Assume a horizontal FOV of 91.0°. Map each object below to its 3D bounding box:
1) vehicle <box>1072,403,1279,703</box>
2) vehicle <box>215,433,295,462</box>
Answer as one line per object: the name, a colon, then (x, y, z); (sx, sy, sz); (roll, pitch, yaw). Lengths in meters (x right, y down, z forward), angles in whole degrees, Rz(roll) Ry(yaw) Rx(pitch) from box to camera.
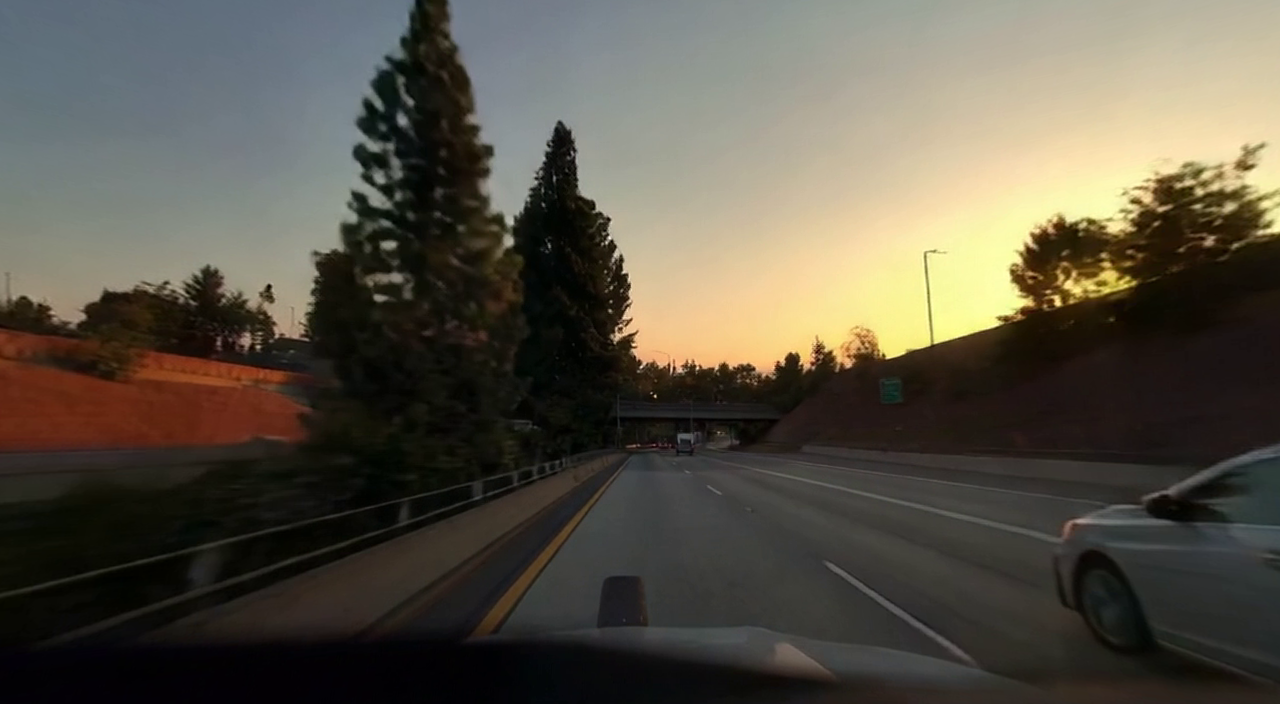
vehicle: (3.476, 0.771, 1.224); (2.091, 1.482, 4.522); (0, -8, 1)
vehicle: (-20.050, 4.982, 32.939); (1.809, 1.431, 3.660); (0, -8, 1)
